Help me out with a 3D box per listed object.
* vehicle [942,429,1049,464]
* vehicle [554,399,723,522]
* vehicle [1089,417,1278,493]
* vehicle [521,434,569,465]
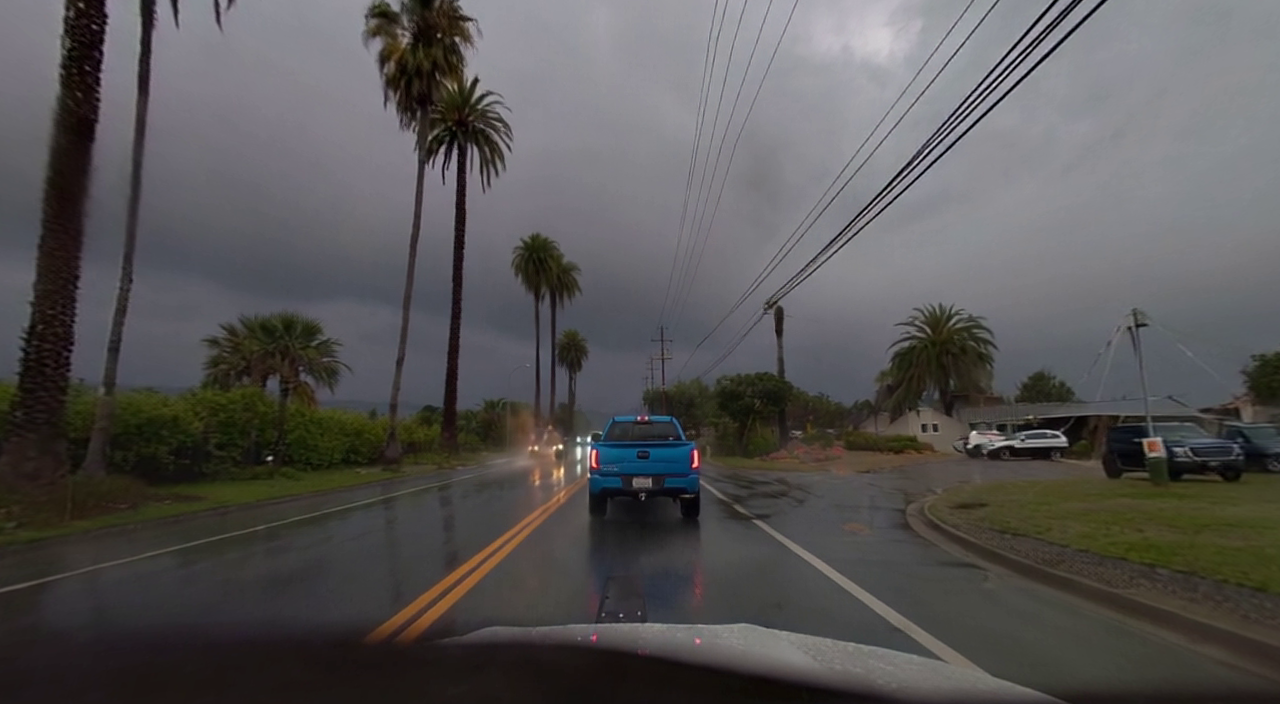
[{"bbox_3d":[20.365,5.505,36.667,2.277,1.836,6.267,0,-9,-4],"label":"vehicle"},{"bbox_3d":[-0.006,2.261,13.651,2.848,2.047,5.885,0,-8,0],"label":"vehicle"},{"bbox_3d":[16.087,3.099,19.290,2.338,1.917,6.076,-3,-9,21],"label":"vehicle"},{"bbox_3d":[-5.868,6.106,39.604,2.271,1.798,5.412,0,-8,-1],"label":"vehicle"}]
